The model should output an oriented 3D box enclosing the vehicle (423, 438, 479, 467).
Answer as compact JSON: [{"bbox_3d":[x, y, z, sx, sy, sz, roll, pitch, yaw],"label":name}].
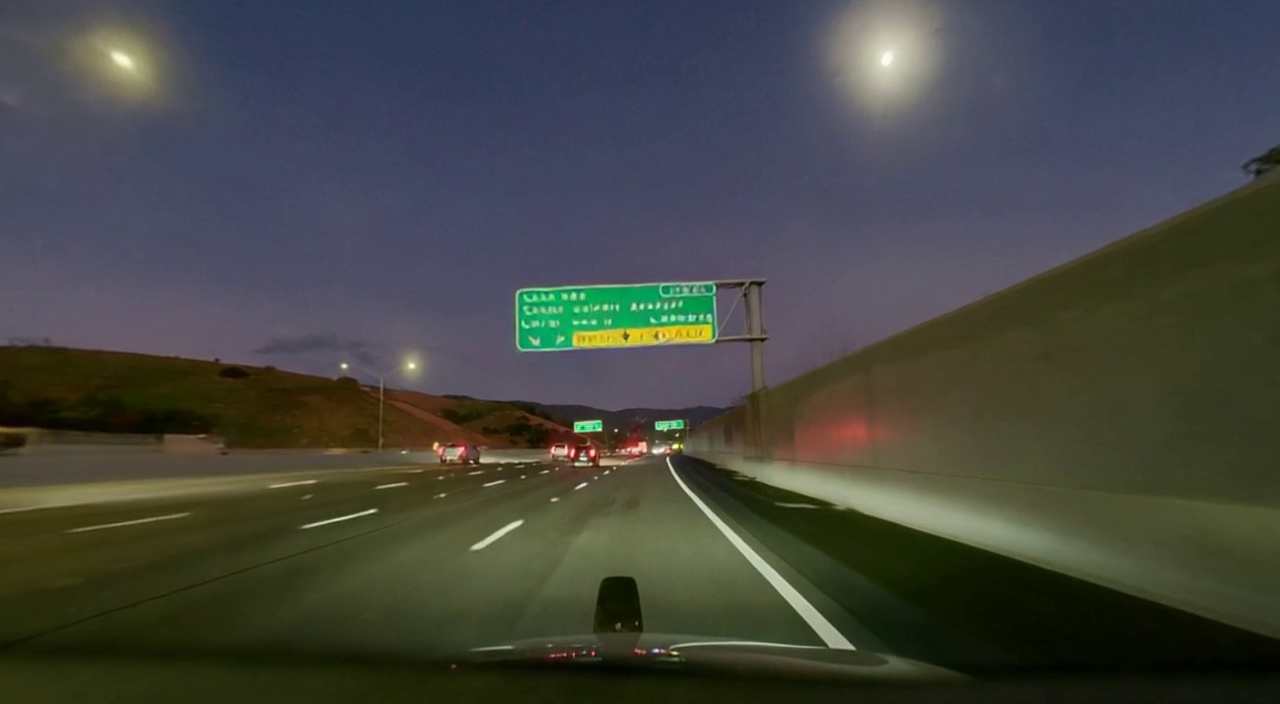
[{"bbox_3d":[-12.433,6.650,41.857,2.076,1.766,4.831,0,-8,2],"label":"vehicle"}]

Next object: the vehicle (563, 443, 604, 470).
[{"bbox_3d":[-3.297,6.198,37.550,1.931,1.492,4.076,0,-8,2],"label":"vehicle"}]
